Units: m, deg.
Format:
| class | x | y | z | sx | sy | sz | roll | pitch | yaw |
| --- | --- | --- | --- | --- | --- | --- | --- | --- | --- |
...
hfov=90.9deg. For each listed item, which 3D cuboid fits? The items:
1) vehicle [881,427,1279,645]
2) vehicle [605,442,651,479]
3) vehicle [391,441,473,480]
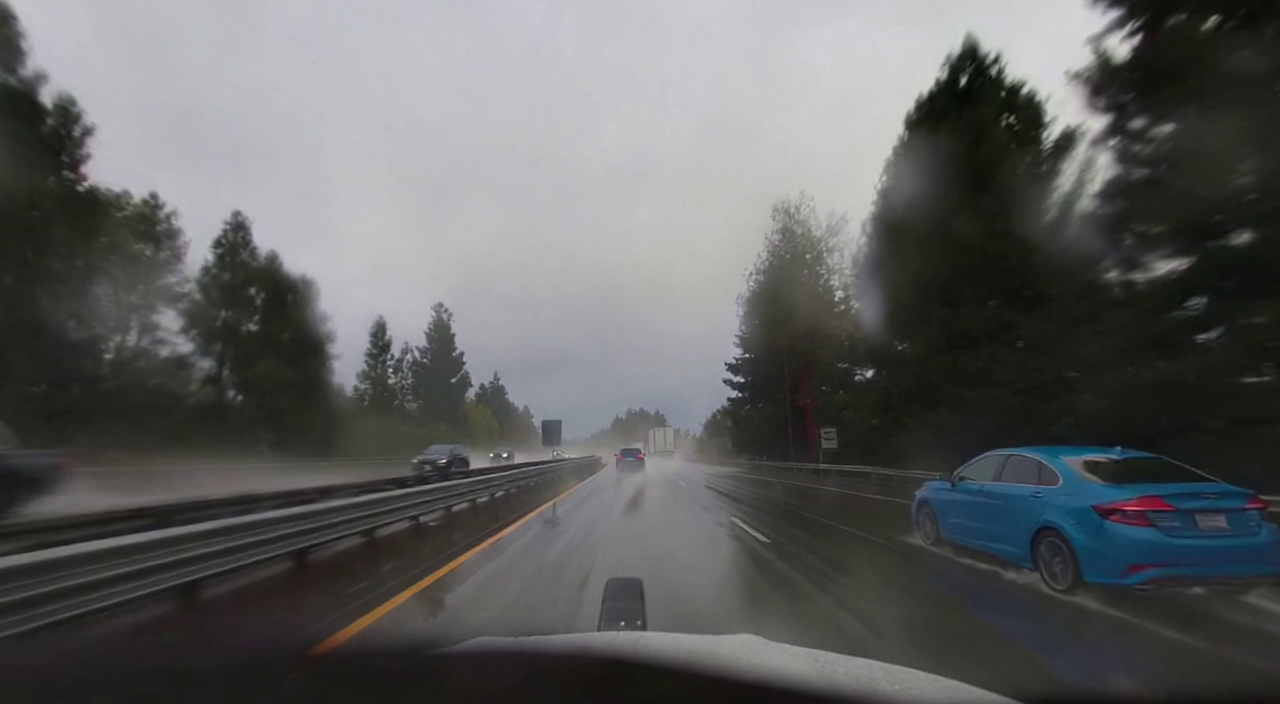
| class | x | y | z | sx | sy | sz | roll | pitch | yaw |
| --- | --- | --- | --- | --- | --- | --- | --- | --- | --- |
| vehicle | 4.080 | 1.520 | 6.146 | 1.917 | 1.421 | 3.759 | 0 | -9 | -1 |
| vehicle | -0.592 | 5.482 | 31.974 | 2.190 | 1.706 | 4.062 | 0 | -9 | -1 |
| vehicle | -9.209 | 4.832 | 28.341 | 2.125 | 1.566 | 4.460 | 0 | -9 | 0 |
